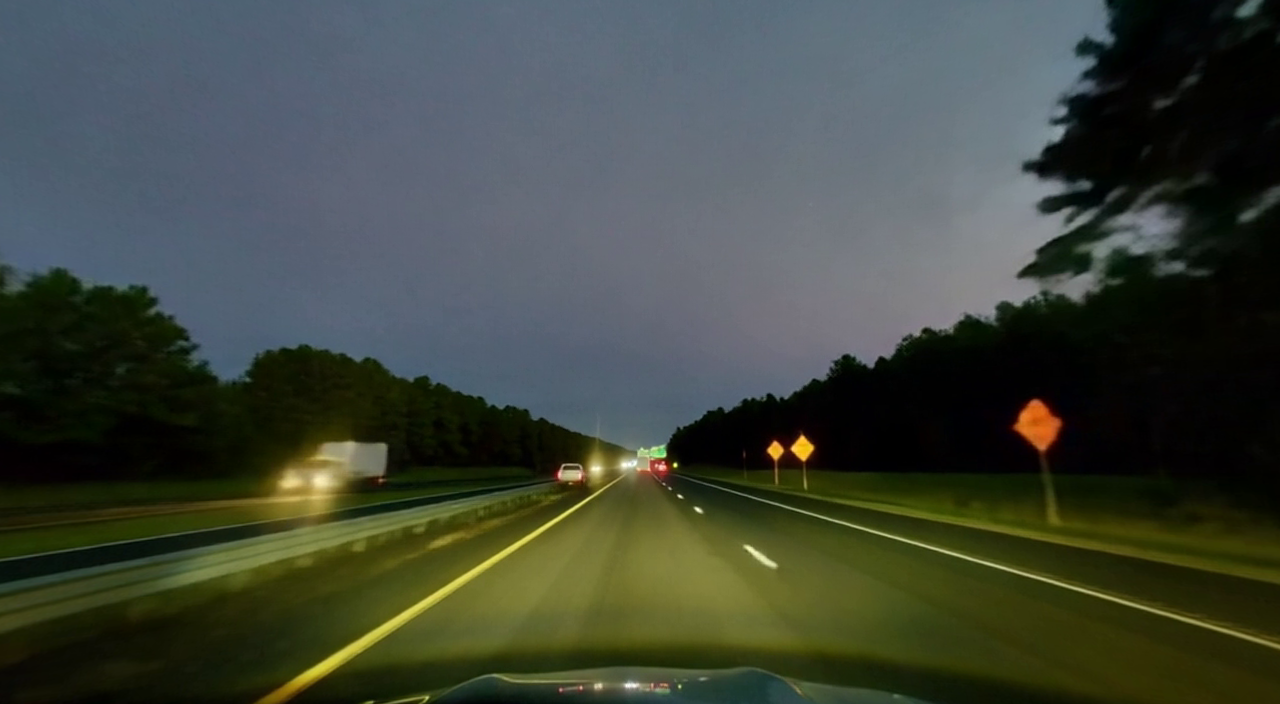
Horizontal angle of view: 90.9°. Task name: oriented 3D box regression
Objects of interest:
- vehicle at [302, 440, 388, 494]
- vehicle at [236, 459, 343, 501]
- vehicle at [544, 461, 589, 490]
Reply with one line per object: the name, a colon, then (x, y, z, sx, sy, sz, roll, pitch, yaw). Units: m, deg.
vehicle: (-16.713, 6.579, 36.100, 2.420, 2.857, 4.628, 0, -10, 2)
vehicle: (-16.720, 6.124, 30.419, 2.344, 1.775, 4.790, 1, -10, 0)
vehicle: (-4.330, 7.390, 37.869, 2.180, 1.618, 4.219, 1, -10, 0)
